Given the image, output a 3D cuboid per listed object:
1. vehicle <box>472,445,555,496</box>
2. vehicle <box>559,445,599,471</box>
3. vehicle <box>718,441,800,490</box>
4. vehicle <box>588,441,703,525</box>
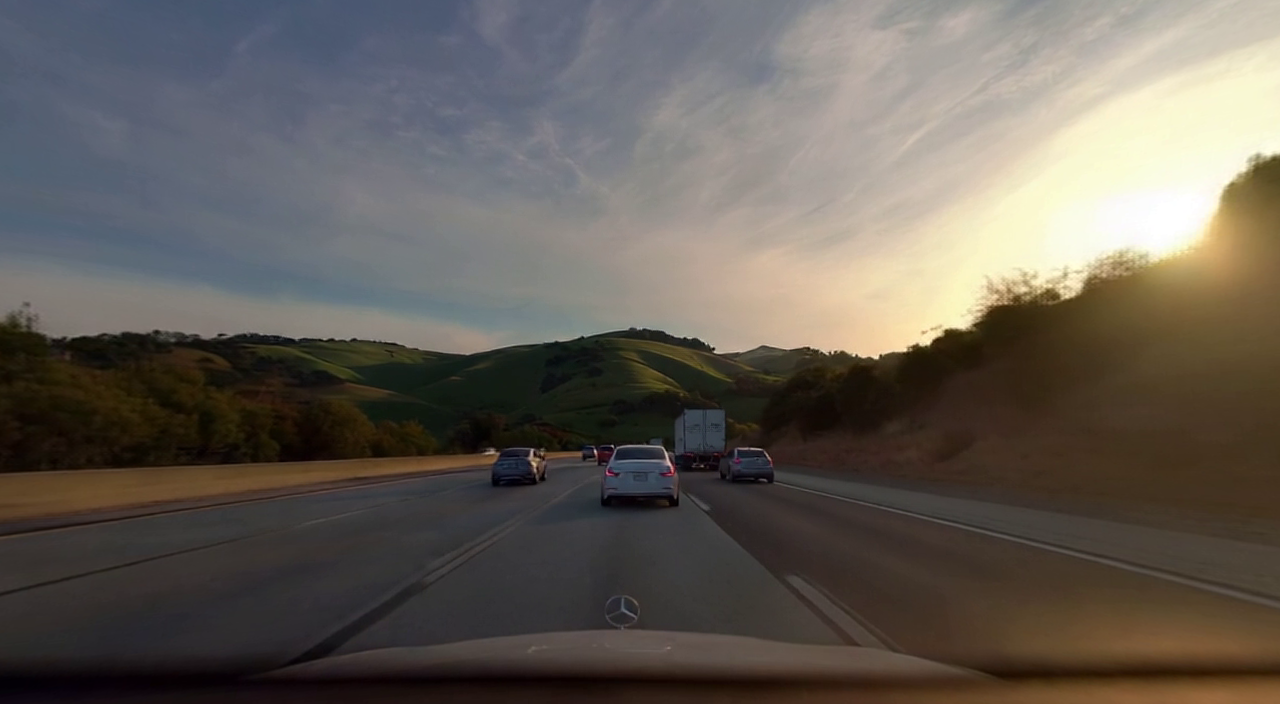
[{"bbox_3d":[-4.033,3.856,20.821,1.848,1.486,3.832,0,-9,1],"label":"vehicle"},{"bbox_3d":[-4.069,7.213,42.979,2.211,1.669,4.224,0,-9,1],"label":"vehicle"},{"bbox_3d":[4.129,4.037,22.751,2.029,1.579,4.484,0,-9,-1],"label":"vehicle"},{"bbox_3d":[0.103,2.623,13.088,2.041,1.484,3.535,0,-9,0],"label":"vehicle"}]
